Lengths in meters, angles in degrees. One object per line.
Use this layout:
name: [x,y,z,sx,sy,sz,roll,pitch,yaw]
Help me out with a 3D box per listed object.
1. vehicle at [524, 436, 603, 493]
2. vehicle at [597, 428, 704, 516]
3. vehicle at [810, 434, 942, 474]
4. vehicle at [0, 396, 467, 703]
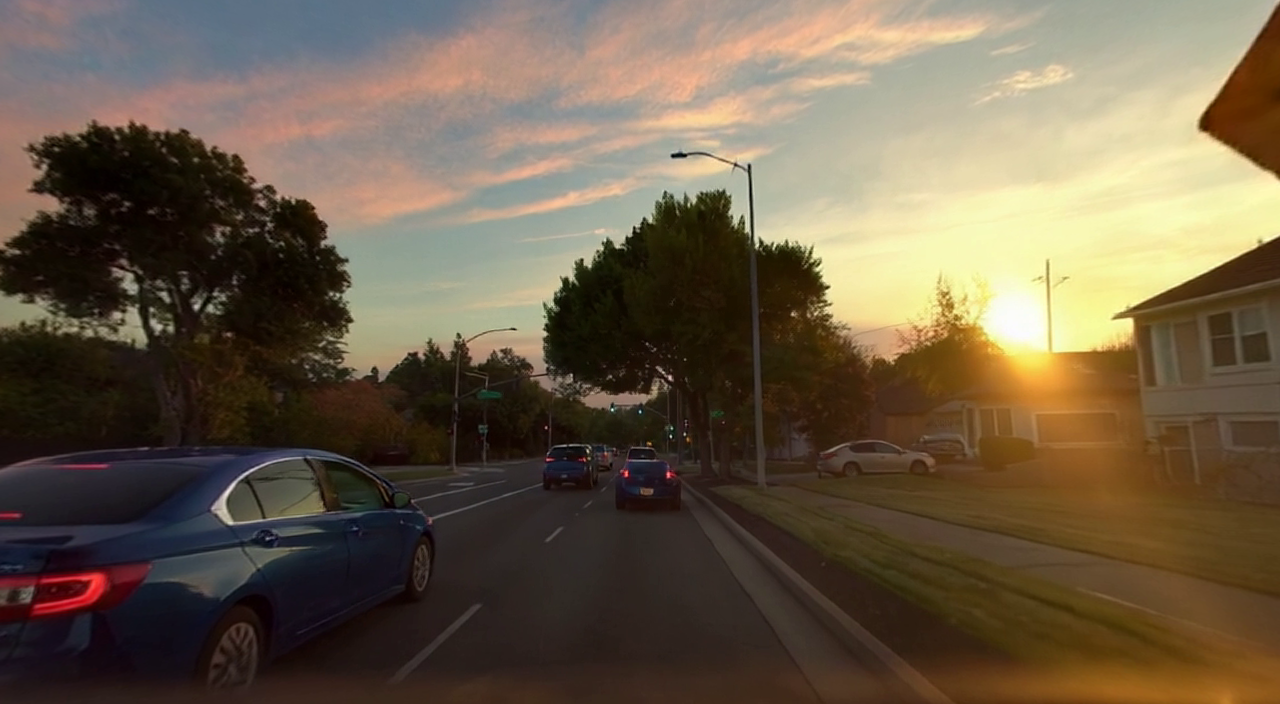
vehicle: [-2.449,3.746,21.313,2.000,1.737,4.133,0,-9,2]
vehicle: [0.215,2.692,14.537,2.120,1.718,3.909,0,-9,0]
vehicle: [9.313,4.057,25.143,4.456,1.504,1.914,0,-9,1]
vehicle: [-2.837,1.211,4.074,1.968,1.472,4.685,0,-9,2]
